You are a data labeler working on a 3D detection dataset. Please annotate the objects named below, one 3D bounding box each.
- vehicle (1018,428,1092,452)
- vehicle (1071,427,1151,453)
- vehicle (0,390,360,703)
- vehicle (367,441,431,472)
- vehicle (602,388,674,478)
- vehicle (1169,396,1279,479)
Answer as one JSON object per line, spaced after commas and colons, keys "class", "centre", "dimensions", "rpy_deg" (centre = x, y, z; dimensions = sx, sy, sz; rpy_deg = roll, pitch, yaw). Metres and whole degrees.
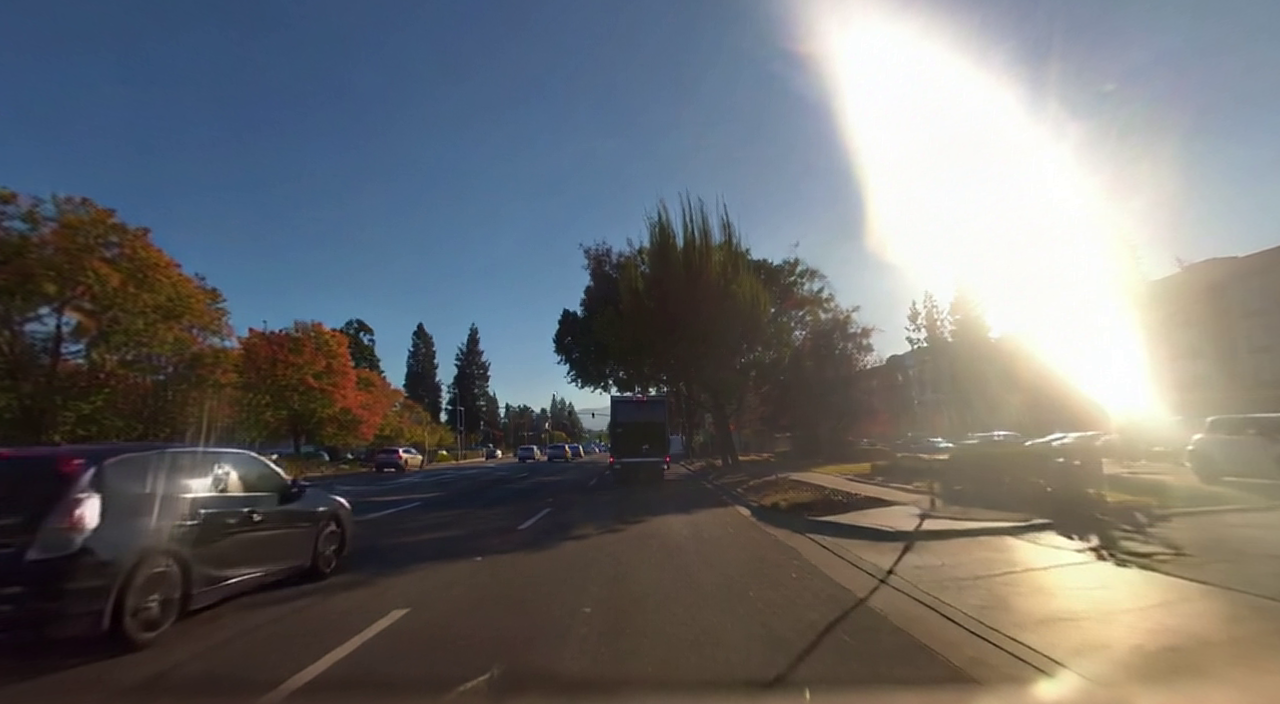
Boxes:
{"class": "vehicle", "centre": [25.871, 5.514, 39.175], "dimensions": [3.503, 1.419, 1.646], "rpy_deg": [1, -9, -4]}
{"class": "vehicle", "centre": [27.436, 5.143, 36.624], "dimensions": [3.341, 1.387, 1.619], "rpy_deg": [-1, -8, -3]}
{"class": "vehicle", "centre": [-4.082, 1.221, 4.526], "dimensions": [2.078, 1.597, 4.355], "rpy_deg": [0, -9, 0]}
{"class": "vehicle", "centre": [-13.939, 6.062, 36.593], "dimensions": [1.958, 1.672, 4.283], "rpy_deg": [0, -8, 1]}
{"class": "vehicle", "centre": [0.025, 3.917, 29.788], "dimensions": [2.905, 3.644, 8.807], "rpy_deg": [0, -8, 1]}
{"class": "vehicle", "centre": [13.866, 1.734, 12.864], "dimensions": [4.321, 1.579, 1.823], "rpy_deg": [0, -7, 1]}
